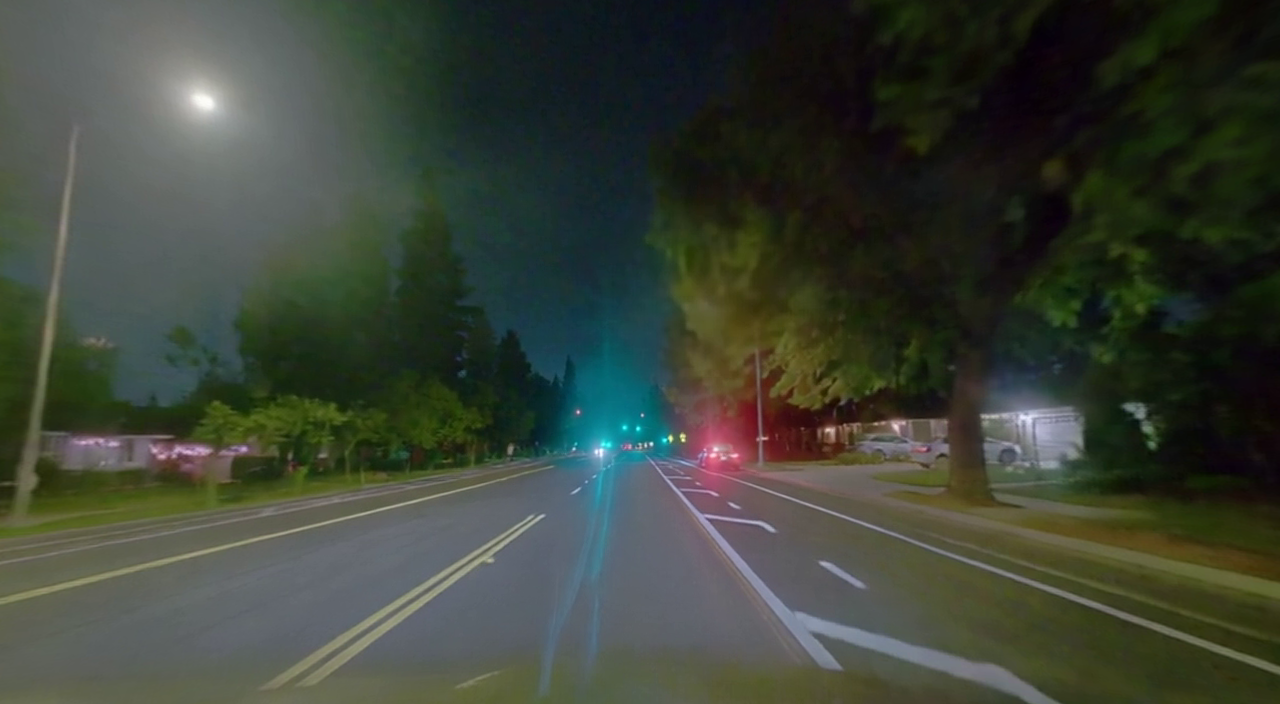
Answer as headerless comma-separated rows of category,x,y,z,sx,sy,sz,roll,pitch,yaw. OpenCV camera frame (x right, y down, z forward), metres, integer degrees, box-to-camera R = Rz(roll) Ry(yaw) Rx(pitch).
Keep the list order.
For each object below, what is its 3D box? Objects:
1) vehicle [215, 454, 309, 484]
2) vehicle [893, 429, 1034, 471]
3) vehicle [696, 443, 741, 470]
vehicle,-23.345,7.215,39.180,4.466,1.773,2.063,0,-9,-2
vehicle,13.263,4.042,26.135,4.710,1.612,1.999,0,-9,-2
vehicle,4.795,6.466,39.155,1.995,1.553,4.628,0,-9,-2
